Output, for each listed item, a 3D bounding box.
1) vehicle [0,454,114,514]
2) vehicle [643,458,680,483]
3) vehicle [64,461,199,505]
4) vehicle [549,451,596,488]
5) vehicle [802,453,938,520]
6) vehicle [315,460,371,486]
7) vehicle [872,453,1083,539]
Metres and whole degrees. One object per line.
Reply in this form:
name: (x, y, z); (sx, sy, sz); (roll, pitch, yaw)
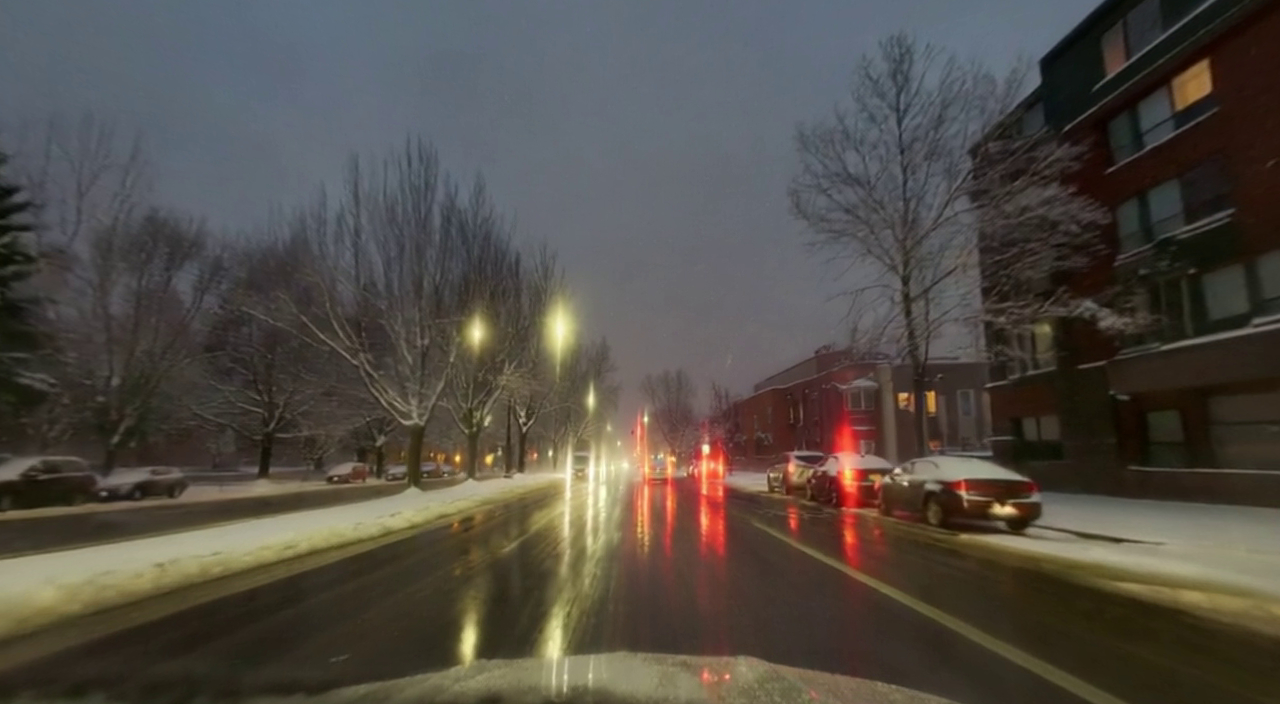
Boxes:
vehicle: (-21.624, 4.586, 22.359); (2.270, 1.830, 4.409); (0, -8, -3)
vehicle: (1.503, 8.494, 45.322); (2.201, 1.589, 3.843); (0, -8, -4)
vehicle: (-21.780, 5.585, 27.360); (1.999, 1.562, 4.803); (0, -8, -3)
vehicle: (-3.854, 6.770, 36.811); (2.223, 1.957, 4.845); (0, -8, 0)
vehicle: (7.012, 4.129, 19.957); (2.320, 1.764, 4.731); (0, -8, -2)
vehicle: (-22.522, 9.181, 48.112); (1.996, 1.767, 4.613); (0, -8, -1)
vehicle: (7.008, 2.998, 13.797); (2.269, 1.506, 4.152); (0, -8, -1)
